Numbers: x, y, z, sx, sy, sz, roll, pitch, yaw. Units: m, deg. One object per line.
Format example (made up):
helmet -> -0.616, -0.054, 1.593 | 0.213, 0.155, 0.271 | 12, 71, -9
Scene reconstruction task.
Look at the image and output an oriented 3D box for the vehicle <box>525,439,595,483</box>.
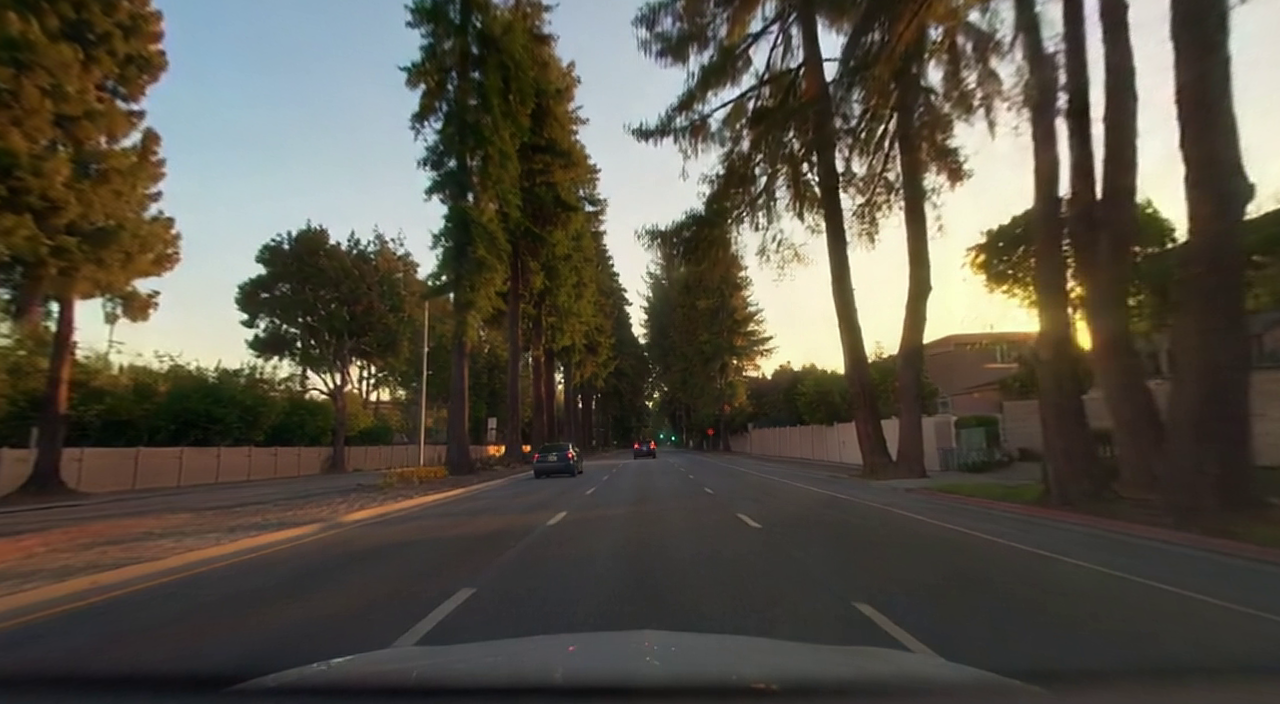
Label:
vehicle -> -2.894, 4.061, 23.753 | 2.021, 1.466, 4.330 | 0, -8, 1
